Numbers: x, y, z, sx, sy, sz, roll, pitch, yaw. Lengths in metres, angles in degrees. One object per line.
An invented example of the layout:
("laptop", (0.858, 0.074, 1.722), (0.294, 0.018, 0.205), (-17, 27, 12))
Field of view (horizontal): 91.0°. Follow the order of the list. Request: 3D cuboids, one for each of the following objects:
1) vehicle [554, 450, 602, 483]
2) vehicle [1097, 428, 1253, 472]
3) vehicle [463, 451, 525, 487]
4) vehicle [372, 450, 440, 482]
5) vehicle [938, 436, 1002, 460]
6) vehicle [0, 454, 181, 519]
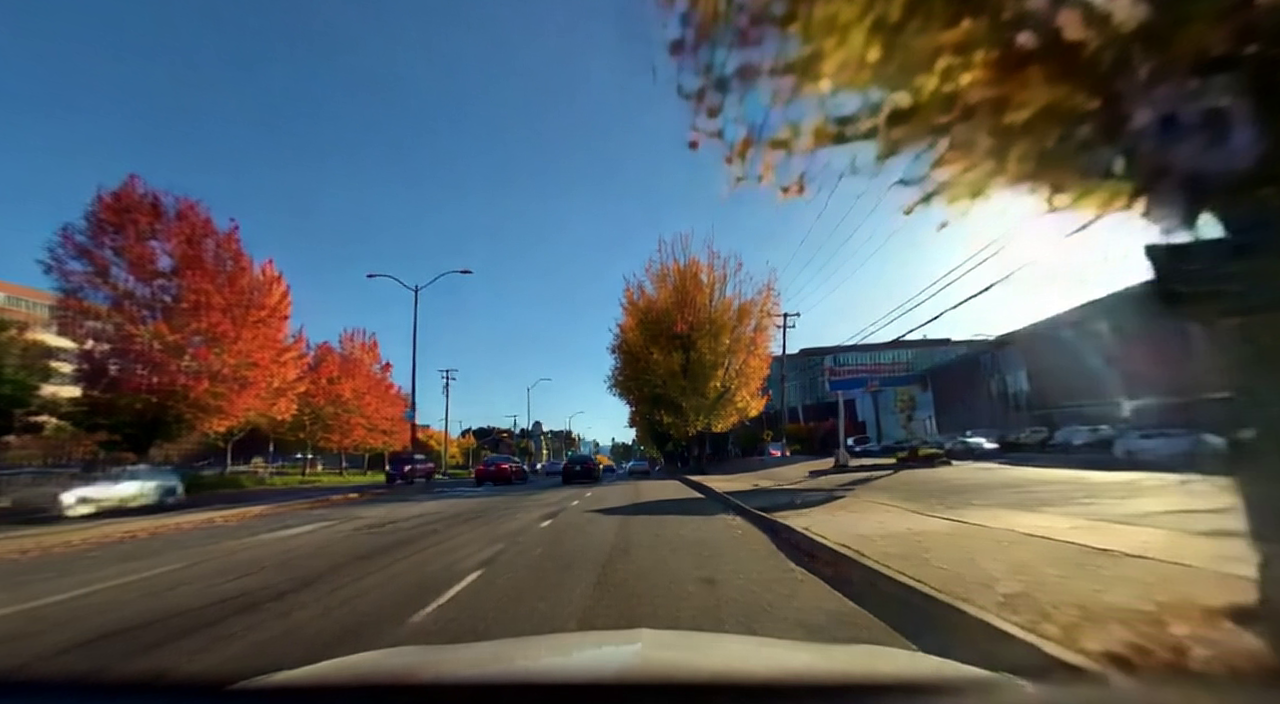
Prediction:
("vehicle", (-3.395, 6.354, 35.205), (2.085, 1.663, 4.513), (0, -8, 1))
("vehicle", (20.596, 3.785, 24.583), (1.941, 1.485, 4.755), (2, -8, 0))
("vehicle", (-7.130, 5.725, 31.150), (1.932, 1.596, 4.247), (0, -8, 1))
("vehicle", (-15.658, 7.646, 42.571), (2.276, 1.956, 5.850), (0, -8, 0))
("vehicle", (22.053, 6.449, 42.308), (1.884, 1.532, 4.745), (0, -9, 3))
("vehicle", (-15.836, 3.691, 17.866), (1.969, 1.503, 4.797), (1, -8, 0))
